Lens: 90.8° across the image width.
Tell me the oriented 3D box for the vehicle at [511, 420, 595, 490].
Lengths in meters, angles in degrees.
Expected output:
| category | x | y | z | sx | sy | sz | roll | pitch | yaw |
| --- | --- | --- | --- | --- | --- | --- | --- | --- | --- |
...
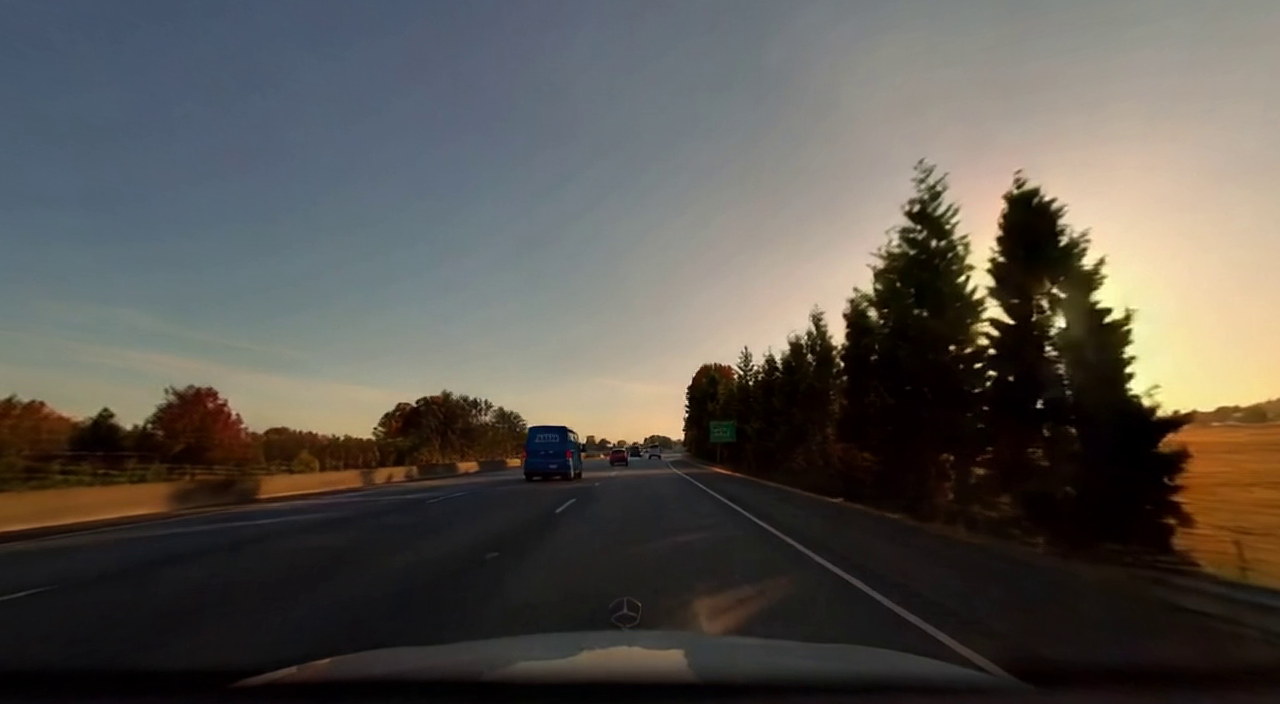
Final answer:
| category | x | y | z | sx | sy | sz | roll | pitch | yaw |
| --- | --- | --- | --- | --- | --- | --- | --- | --- | --- |
| vehicle | -3.154 | 3.923 | 24.182 | 2.360 | 2.367 | 5.223 | 0 | -9 | 1 |
